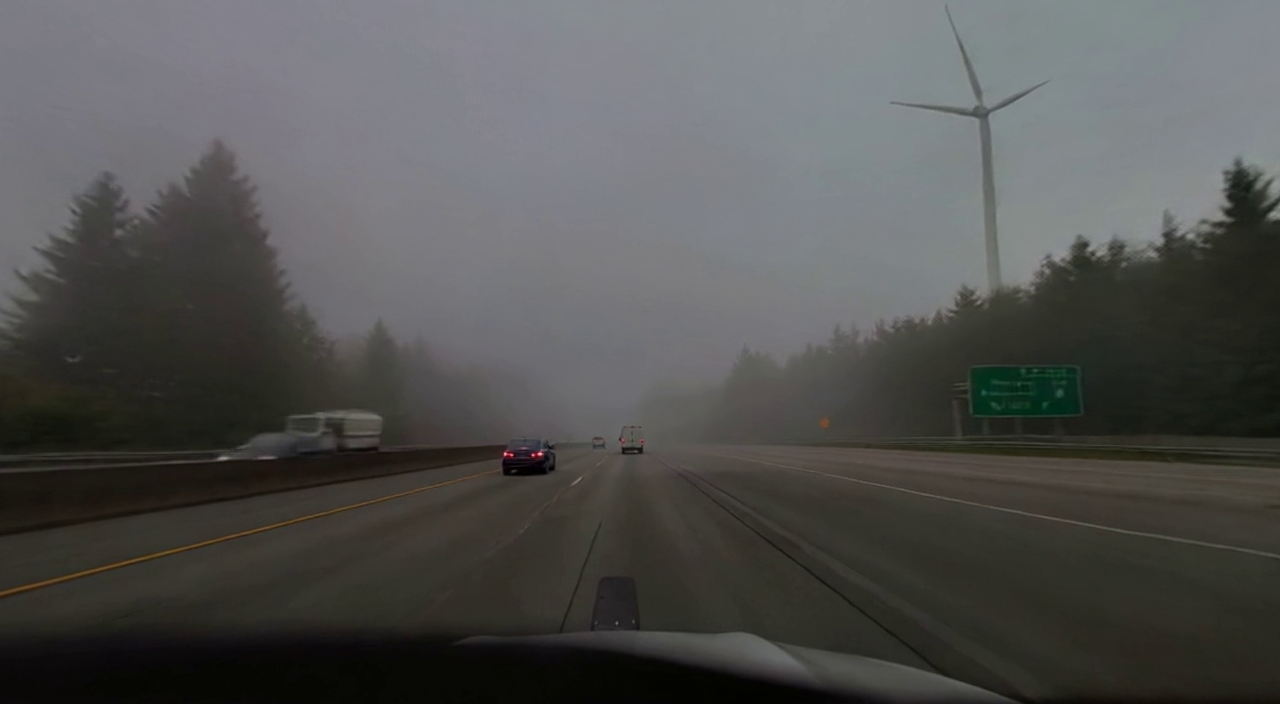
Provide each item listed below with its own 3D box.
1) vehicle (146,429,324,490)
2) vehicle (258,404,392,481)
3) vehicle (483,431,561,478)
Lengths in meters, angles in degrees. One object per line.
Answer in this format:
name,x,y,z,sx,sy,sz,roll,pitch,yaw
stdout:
vehicle,-12.703,3.379,20.267,2.755,1.635,4.555,-2,-8,-1
vehicle,-12.882,3.747,26.326,2.586,2.603,5.878,-5,-8,0
vehicle,-4.044,3.569,22.262,1.950,1.511,3.965,0,-8,0
